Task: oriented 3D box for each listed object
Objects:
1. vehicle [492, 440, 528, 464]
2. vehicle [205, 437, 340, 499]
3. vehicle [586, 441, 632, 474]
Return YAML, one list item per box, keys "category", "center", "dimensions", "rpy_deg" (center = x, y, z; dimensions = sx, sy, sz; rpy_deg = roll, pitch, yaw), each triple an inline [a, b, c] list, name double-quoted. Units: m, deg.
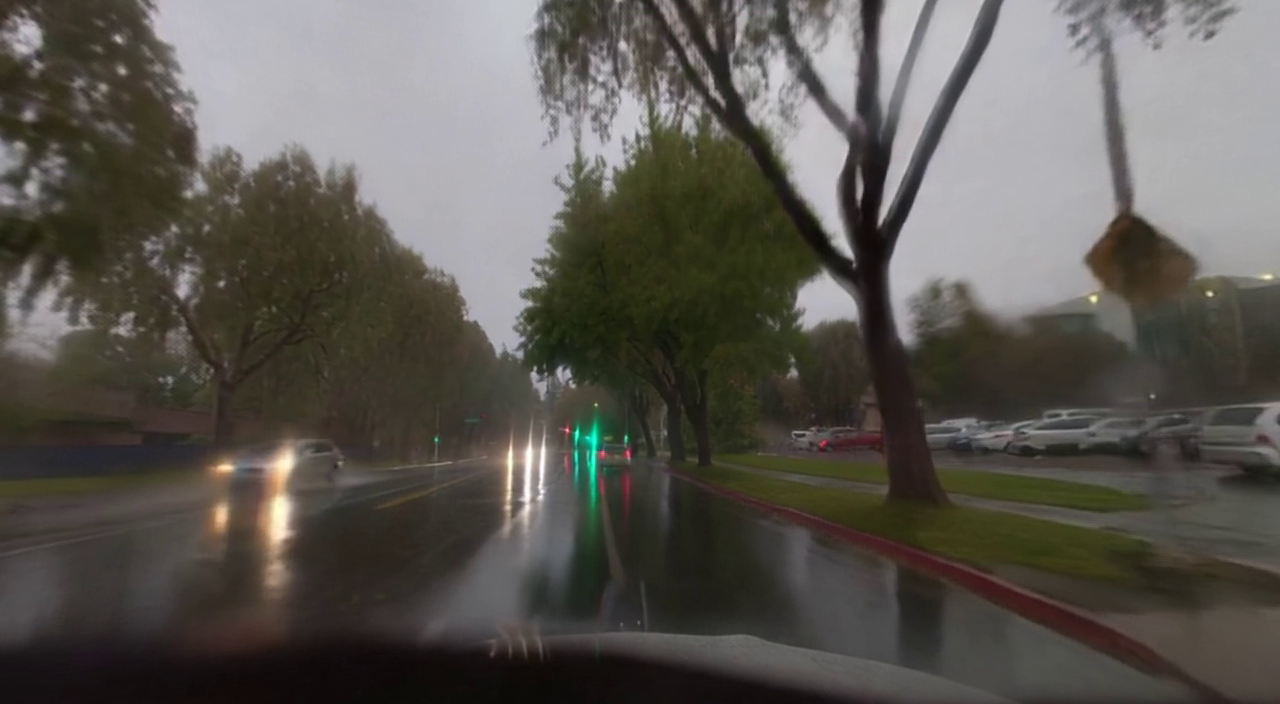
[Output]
- category: "vehicle"
  center: [-9.980, 7.715, 48.917]
  dimensions: [2.049, 1.723, 4.310]
  rpy_deg: [0, -8, -3]
- category: "vehicle"
  center: [-11.810, 3.706, 20.721]
  dimensions: [1.969, 1.751, 4.432]
  rpy_deg: [0, -8, -4]
- category: "vehicle"
  center: [-1.500, 5.083, 30.673]
  dimensions: [2.111, 1.466, 4.223]
  rpy_deg: [0, -8, -3]
